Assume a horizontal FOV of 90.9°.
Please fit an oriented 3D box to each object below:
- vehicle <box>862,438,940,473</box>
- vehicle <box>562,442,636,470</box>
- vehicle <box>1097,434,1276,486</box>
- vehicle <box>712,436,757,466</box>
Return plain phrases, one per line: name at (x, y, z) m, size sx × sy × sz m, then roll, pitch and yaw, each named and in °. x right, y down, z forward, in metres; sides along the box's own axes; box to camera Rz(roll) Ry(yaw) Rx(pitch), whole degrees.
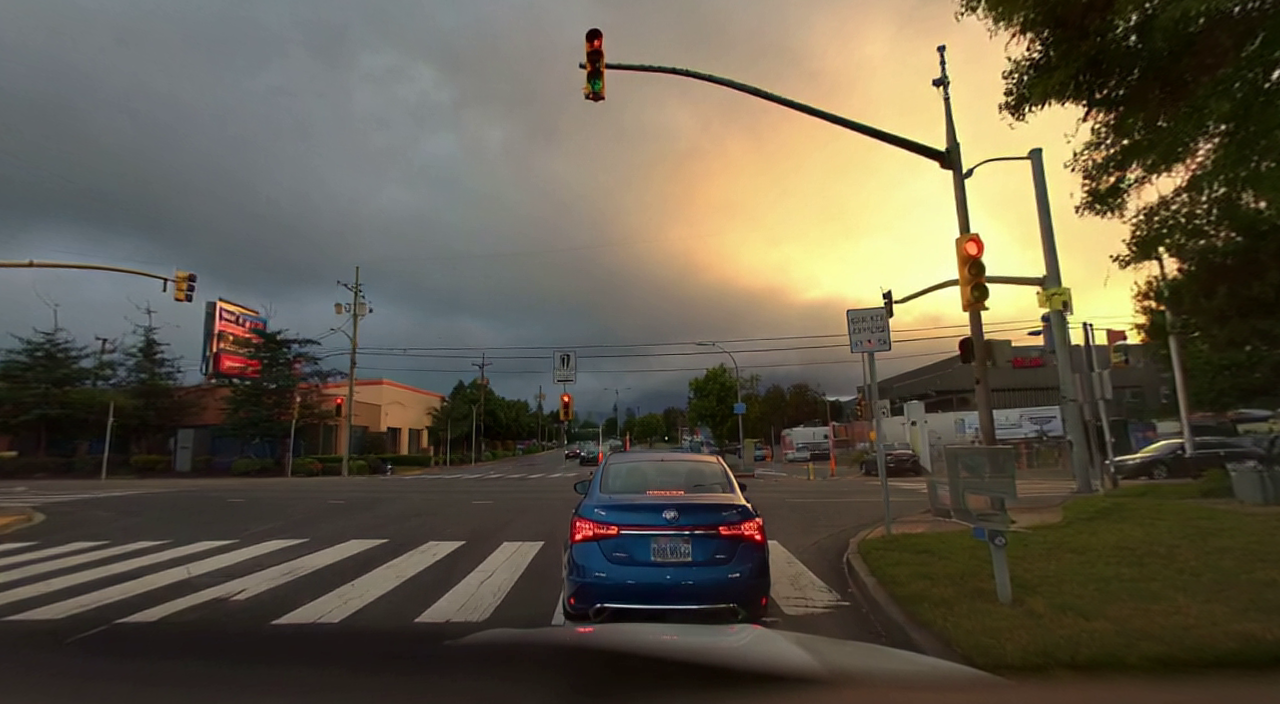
vehicle at (12.409, 5.034, 30.269) m, size 1.922 × 1.529 × 3.964 m, roll 0°, pitch -11°, yaw -2°
vehicle at (-2.450, 6.150, 37.552) m, size 3.991 × 1.526 × 1.868 m, roll -5°, pitch -9°, yaw 30°
vehicle at (16.801, 3.318, 19.514) m, size 3.876 × 1.512 × 1.784 m, roll 0°, pitch -8°, yaw -1°
vehicle at (6.895, 7.207, 46.155) m, size 1.491 × 2.041 × 2.964 m, roll 7°, pitch -10°, yaw -38°
